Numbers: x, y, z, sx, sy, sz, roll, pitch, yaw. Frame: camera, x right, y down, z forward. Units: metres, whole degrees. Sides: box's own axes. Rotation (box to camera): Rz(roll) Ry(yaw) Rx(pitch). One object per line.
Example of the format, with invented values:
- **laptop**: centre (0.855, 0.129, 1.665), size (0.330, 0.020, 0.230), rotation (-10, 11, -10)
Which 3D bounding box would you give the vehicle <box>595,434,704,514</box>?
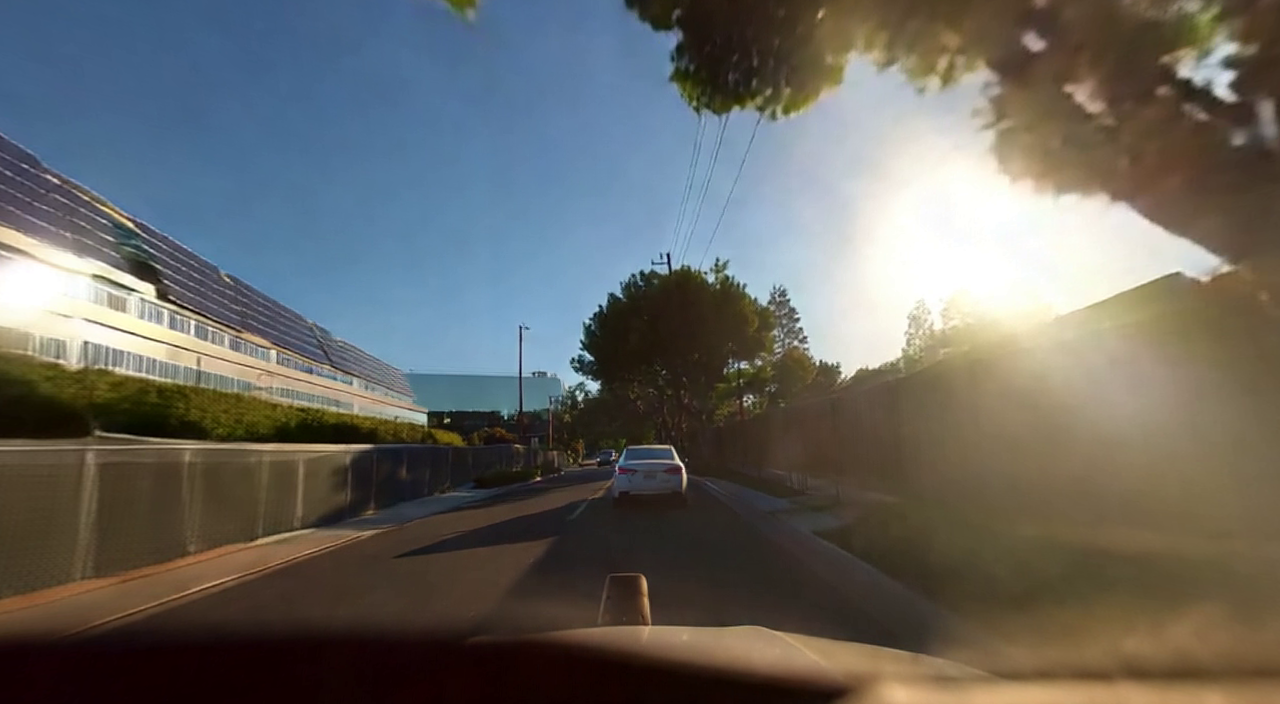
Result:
- **vehicle**: centre (0.164, 2.592, 13.973), size (2.060, 1.487, 3.920), rotation (0, -8, -1)
